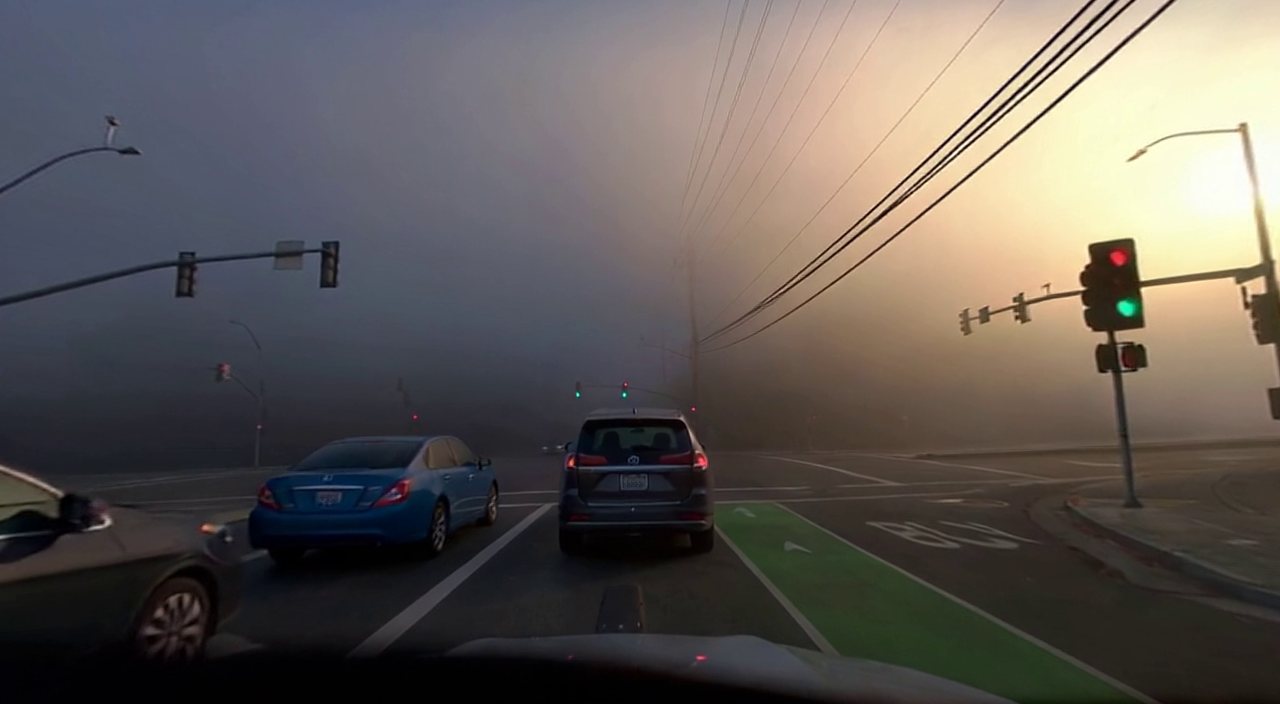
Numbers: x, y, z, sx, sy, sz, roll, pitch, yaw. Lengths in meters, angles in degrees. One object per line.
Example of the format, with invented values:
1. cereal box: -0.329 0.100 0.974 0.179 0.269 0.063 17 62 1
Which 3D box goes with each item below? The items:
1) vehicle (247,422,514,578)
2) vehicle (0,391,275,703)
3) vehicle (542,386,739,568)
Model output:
1. vehicle: -2.925 1.758 8.156 1.726 1.506 3.840 0 -9 1
2. vehicle: -3.480 0.775 1.464 2.138 1.488 5.327 0 -7 -1
3. vehicle: -0.035 1.715 9.228 2.036 1.885 5.196 0 -9 -1
